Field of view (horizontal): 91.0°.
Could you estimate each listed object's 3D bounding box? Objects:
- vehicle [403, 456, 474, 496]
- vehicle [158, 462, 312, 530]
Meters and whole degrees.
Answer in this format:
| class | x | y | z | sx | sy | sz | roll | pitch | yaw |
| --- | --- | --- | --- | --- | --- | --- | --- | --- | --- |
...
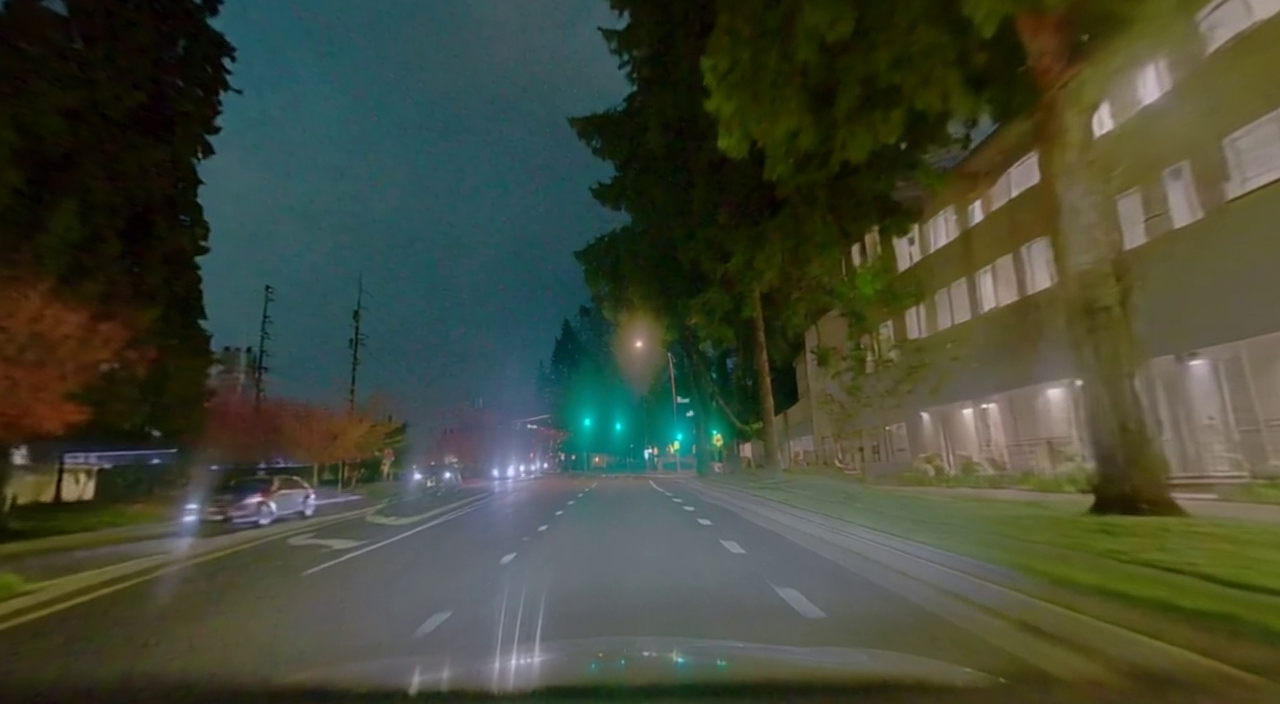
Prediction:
| class | x | y | z | sx | sy | sz | roll | pitch | yaw |
| --- | --- | --- | --- | --- | --- | --- | --- | --- | --- |
| vehicle | -9.661 | 5.951 | 30.556 | 1.984 | 1.646 | 4.529 | 0 | -8 | -1 |
| vehicle | -12.679 | 4.493 | 20.148 | 1.979 | 1.757 | 4.514 | 0 | -8 | -2 |
